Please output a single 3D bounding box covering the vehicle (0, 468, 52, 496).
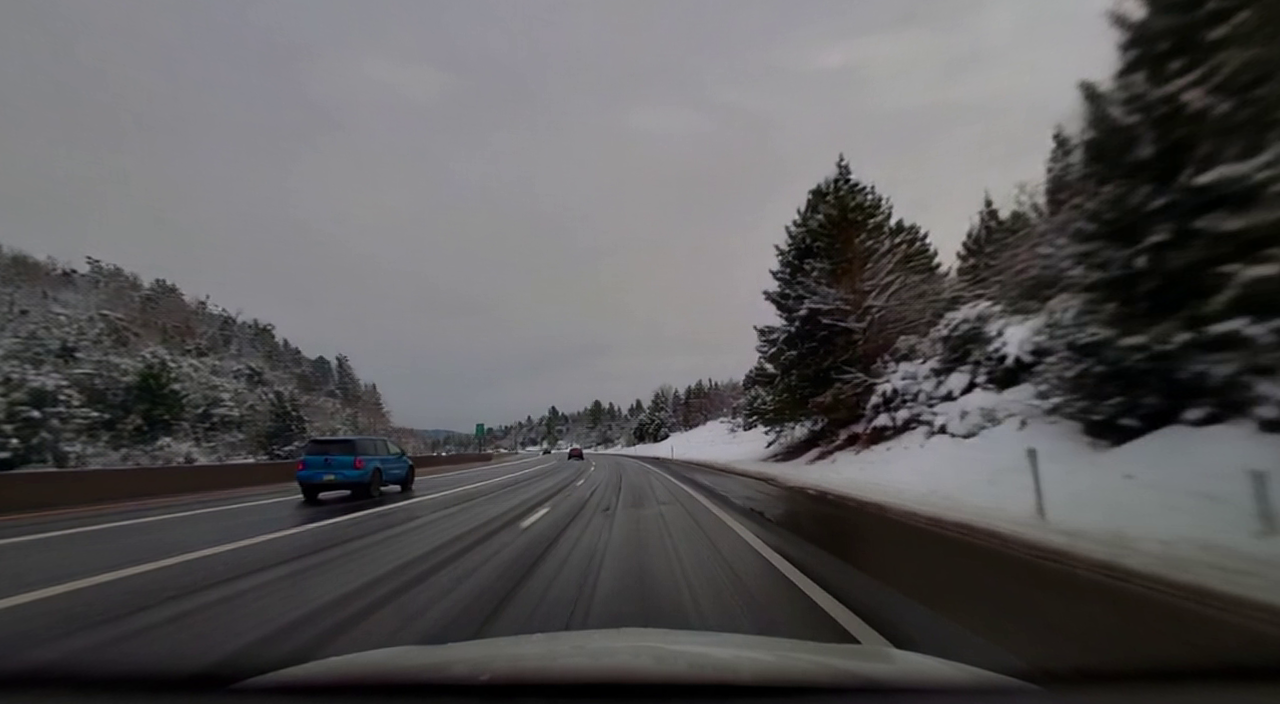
[{"bbox_3d":[-36.445,7.425,35.959,1.758,1.423,4.262,0,-8,-1],"label":"vehicle"}]

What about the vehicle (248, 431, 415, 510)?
[{"bbox_3d":[-7.665,2.966,16.309,2.046,1.712,4.533,0,-8,-1],"label":"vehicle"}]
